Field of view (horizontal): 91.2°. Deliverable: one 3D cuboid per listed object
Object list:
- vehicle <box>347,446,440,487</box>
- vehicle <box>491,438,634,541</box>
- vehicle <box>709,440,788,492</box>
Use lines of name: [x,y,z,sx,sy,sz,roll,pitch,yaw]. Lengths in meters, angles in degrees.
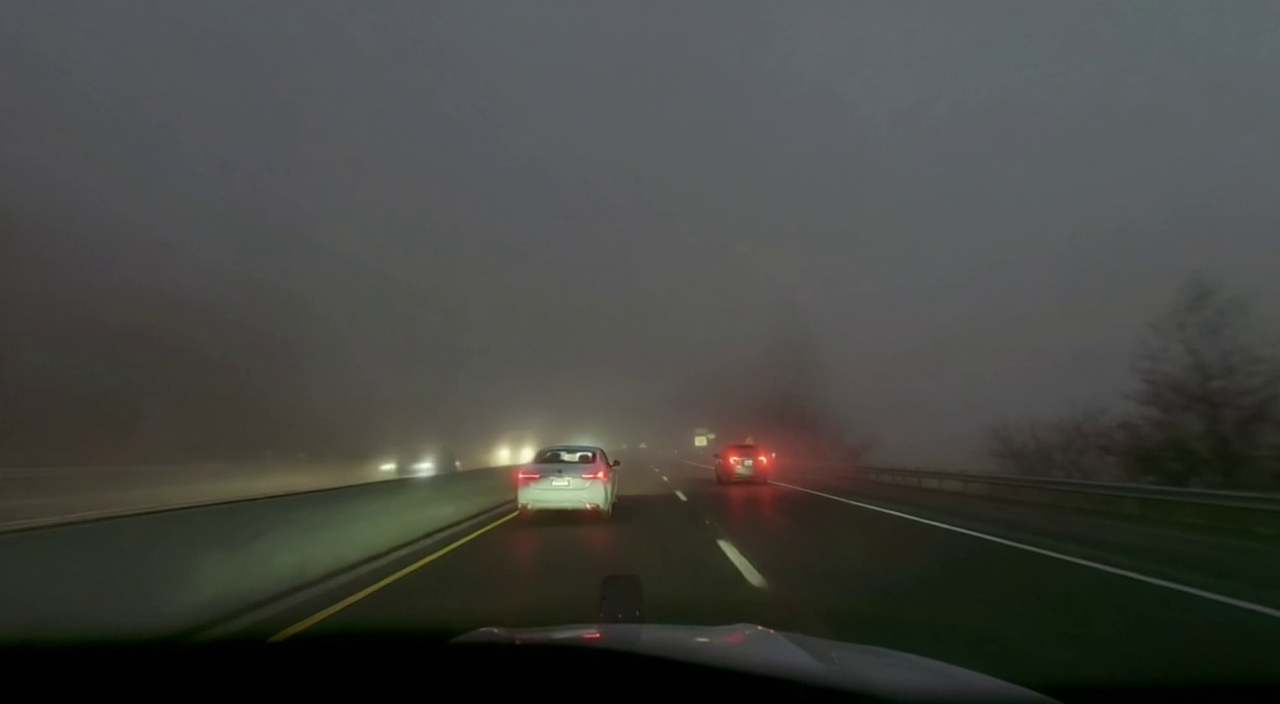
vehicle: [-9.846,4.593,25.486,1.903,1.510,4.561,0,-9,0]
vehicle: [-1.153,2.347,11.327,2.013,1.479,4.169,0,-9,1]
vehicle: [3.501,3.749,20.932,1.910,1.554,3.718,0,-9,-1]
